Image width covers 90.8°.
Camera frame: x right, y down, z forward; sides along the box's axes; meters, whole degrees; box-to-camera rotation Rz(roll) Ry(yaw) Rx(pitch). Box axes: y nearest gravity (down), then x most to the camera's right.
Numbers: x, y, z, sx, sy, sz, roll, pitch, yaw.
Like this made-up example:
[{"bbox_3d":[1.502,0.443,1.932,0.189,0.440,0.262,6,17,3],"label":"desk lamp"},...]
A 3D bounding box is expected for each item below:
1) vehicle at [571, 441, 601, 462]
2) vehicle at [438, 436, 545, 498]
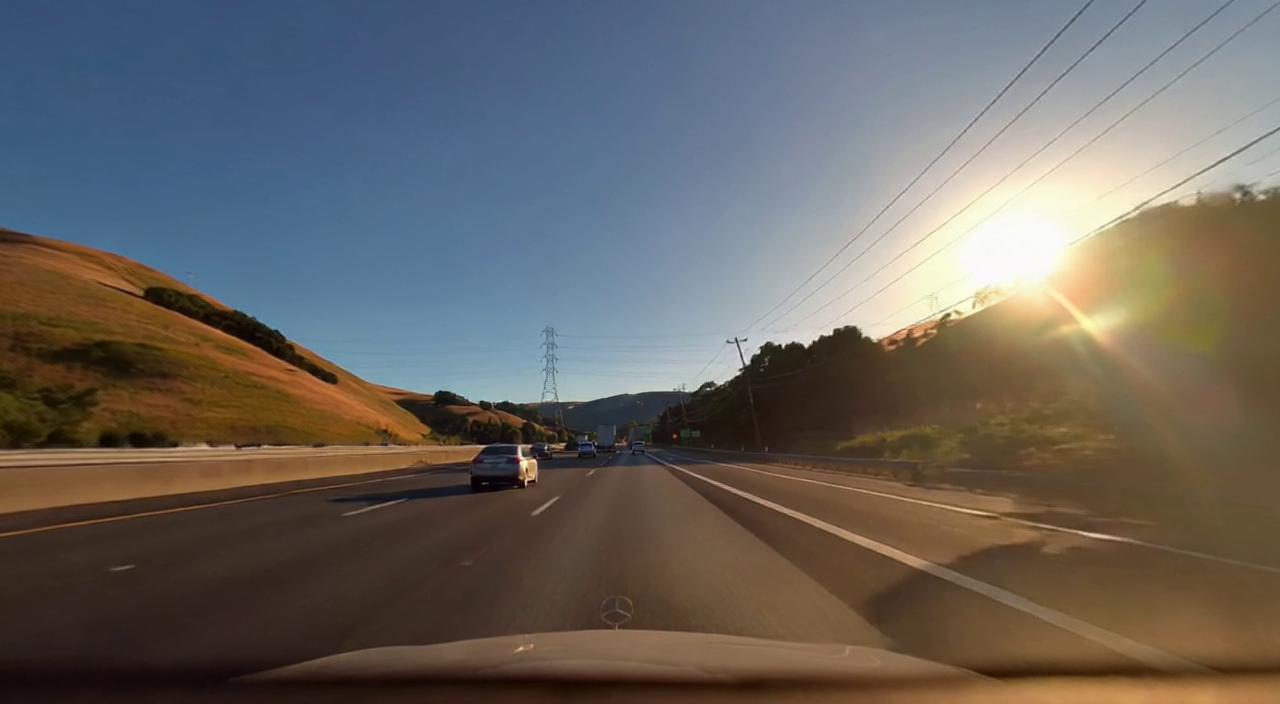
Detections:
[{"bbox_3d":[-4.192,7.788,49.667,2.038,1.533,4.103,0,-9,-1],"label":"vehicle"},{"bbox_3d":[-4.068,3.222,18.157,1.963,1.533,4.477,0,-9,0],"label":"vehicle"}]
